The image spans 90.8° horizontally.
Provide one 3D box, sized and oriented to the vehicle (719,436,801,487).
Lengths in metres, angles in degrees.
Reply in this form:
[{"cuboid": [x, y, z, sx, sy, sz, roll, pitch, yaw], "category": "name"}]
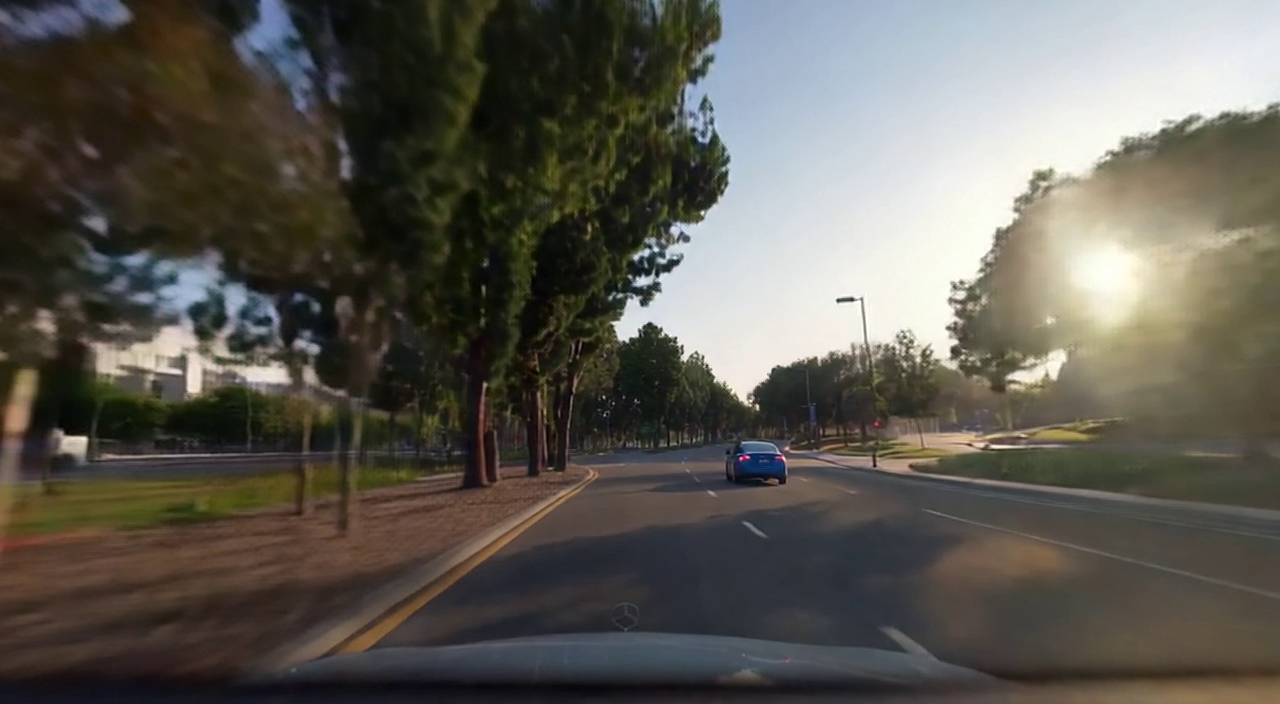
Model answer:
[{"cuboid": [3.870, 3.612, 21.165, 1.928, 1.481, 4.453, 0, -8, 0], "category": "vehicle"}]
